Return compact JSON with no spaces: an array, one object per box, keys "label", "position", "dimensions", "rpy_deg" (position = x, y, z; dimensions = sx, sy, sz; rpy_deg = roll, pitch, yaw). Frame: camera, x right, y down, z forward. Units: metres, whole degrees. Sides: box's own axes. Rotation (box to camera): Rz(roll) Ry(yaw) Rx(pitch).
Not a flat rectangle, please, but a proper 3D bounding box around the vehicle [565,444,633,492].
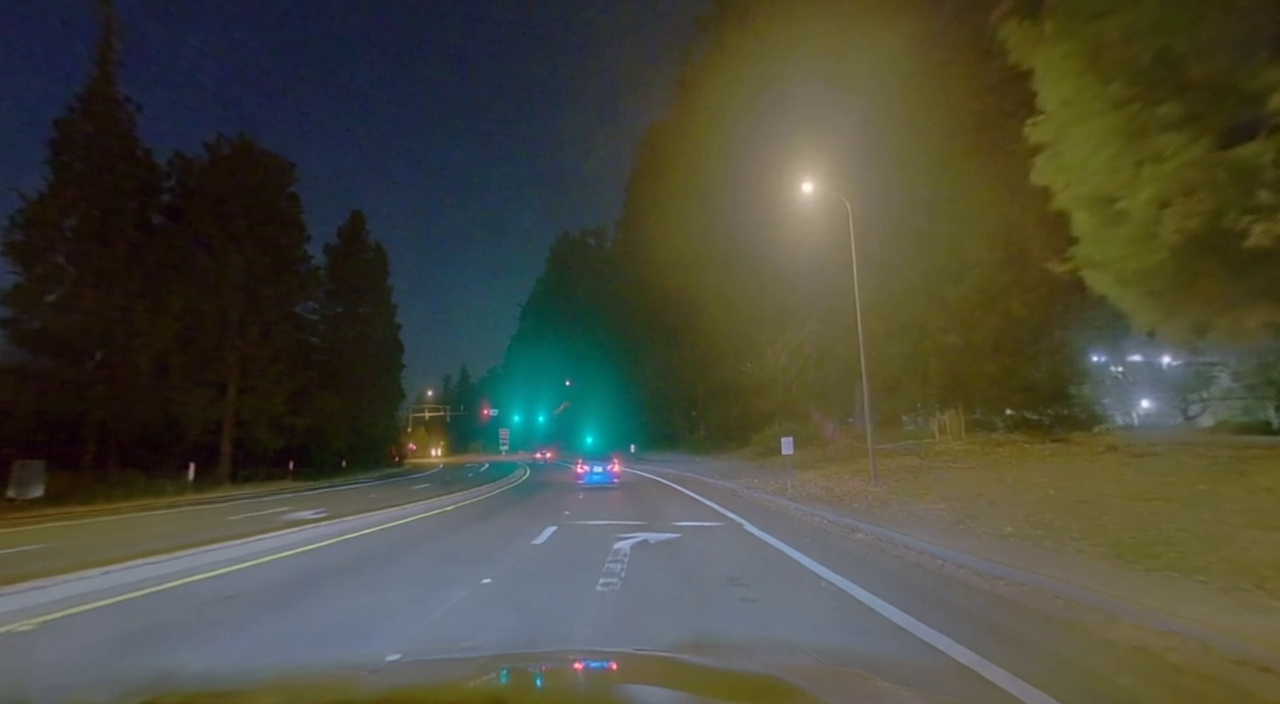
[{"label":"vehicle","position":[-1.568,4.070,22.549],"dimensions":[2.148,1.521,4.089],"rpy_deg":[1,-9,-8]}]
